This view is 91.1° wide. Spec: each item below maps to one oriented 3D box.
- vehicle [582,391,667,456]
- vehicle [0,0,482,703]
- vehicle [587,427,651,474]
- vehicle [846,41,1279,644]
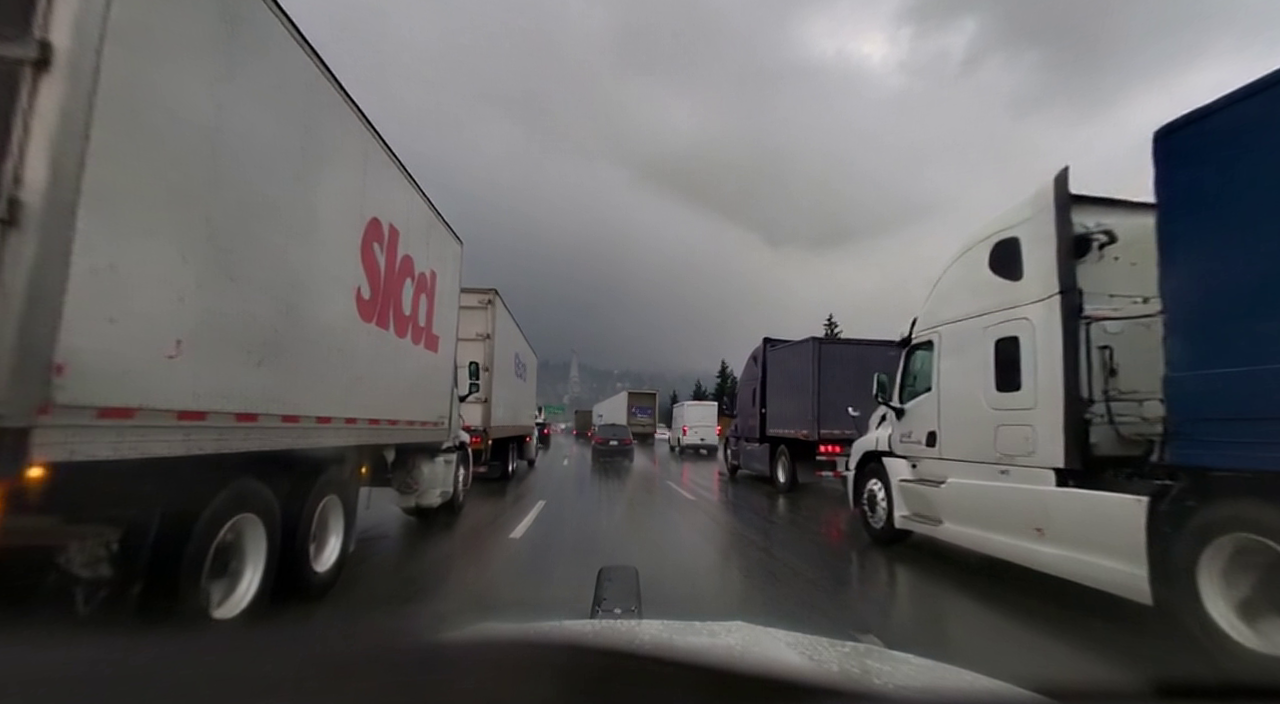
[{"bbox_3d":[-1.554,5.474,47.149,2.899,4.112,13.912,2,-8,-16],"label":"vehicle"},{"bbox_3d":[-3.836,0.206,5.818,2.822,3.788,8.799,0,-8,-3],"label":"vehicle"},{"bbox_3d":[-0.888,3.598,23.262,2.060,1.540,4.374,1,-8,-6],"label":"vehicle"},{"bbox_3d":[5.180,0.119,5.805,2.992,3.986,5.841,3,-8,-22],"label":"vehicle"}]
